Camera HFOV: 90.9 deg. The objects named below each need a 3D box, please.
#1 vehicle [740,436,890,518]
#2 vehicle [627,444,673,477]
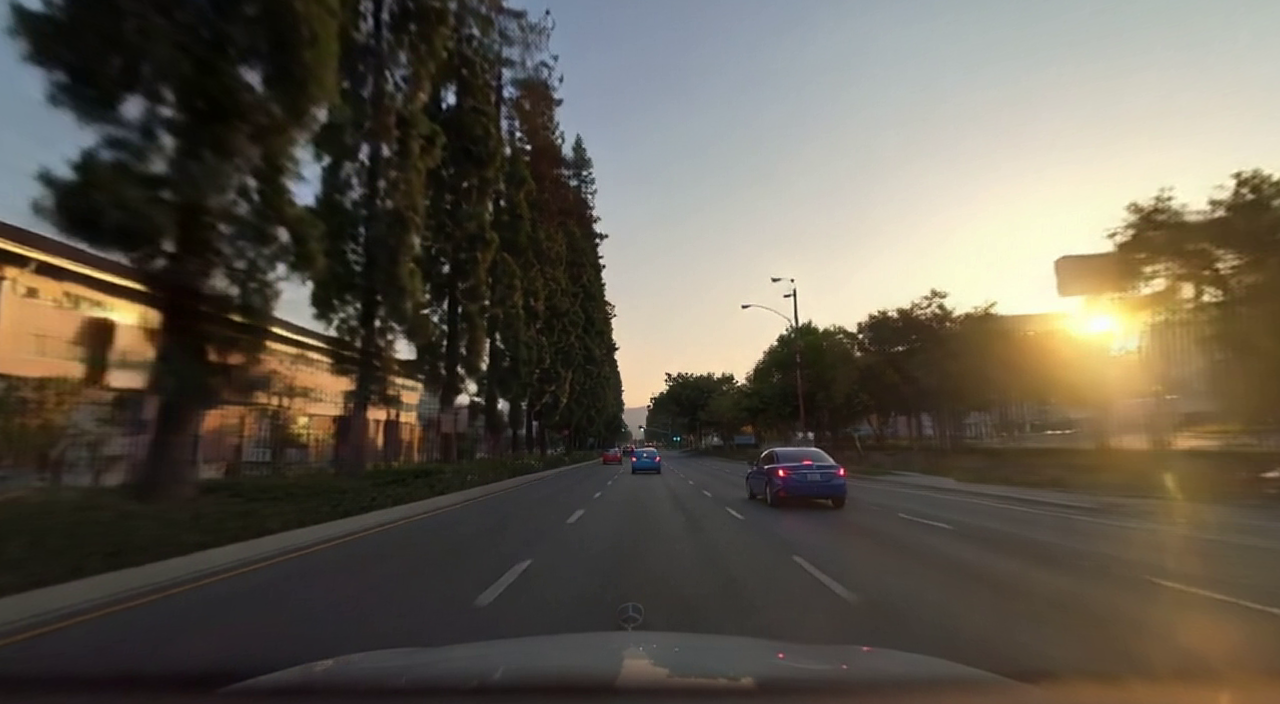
[{"bbox_3d":[3.625,2.662,14.003,2.067,1.497,4.327,0,-8,0],"label":"vehicle"},{"bbox_3d":[0.474,5.335,31.258,2.144,1.505,4.128,0,-8,0],"label":"vehicle"}]
